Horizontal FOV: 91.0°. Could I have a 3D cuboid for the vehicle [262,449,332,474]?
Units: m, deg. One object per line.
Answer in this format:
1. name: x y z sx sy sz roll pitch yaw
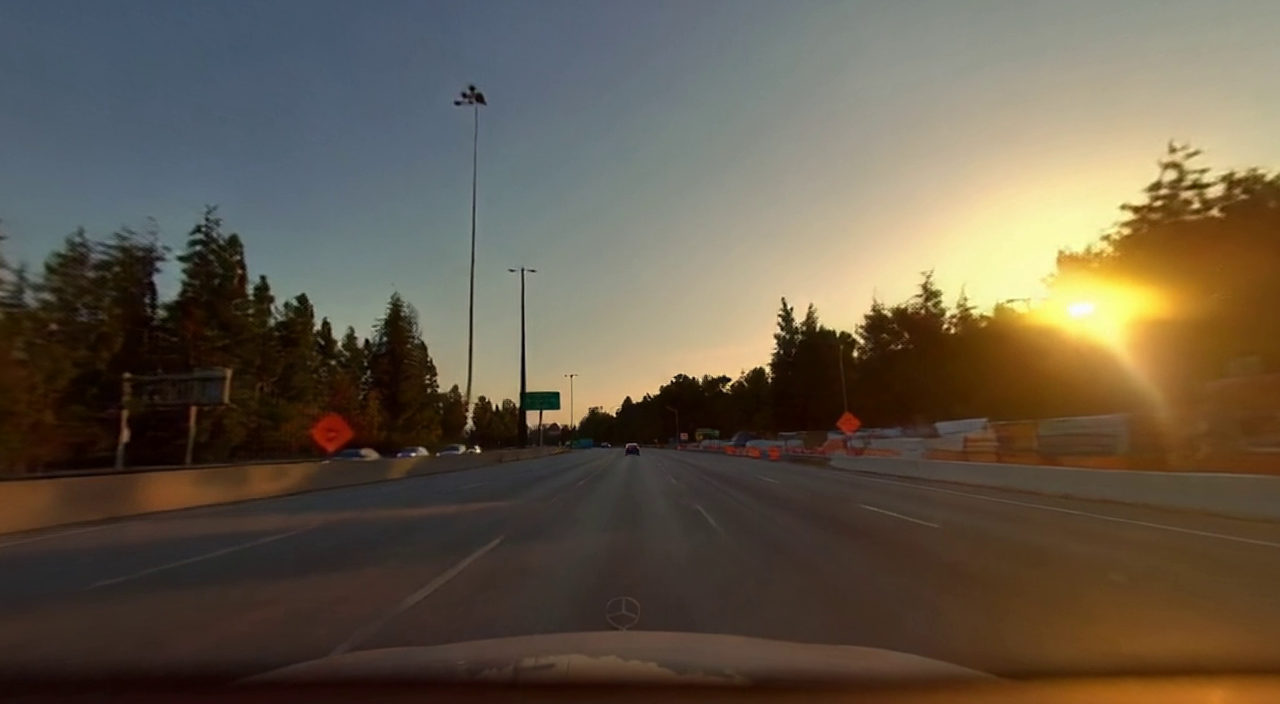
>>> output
1. vehicle: -22.237 7.115 41.024 1.924 1.477 4.785 0 -9 -1
